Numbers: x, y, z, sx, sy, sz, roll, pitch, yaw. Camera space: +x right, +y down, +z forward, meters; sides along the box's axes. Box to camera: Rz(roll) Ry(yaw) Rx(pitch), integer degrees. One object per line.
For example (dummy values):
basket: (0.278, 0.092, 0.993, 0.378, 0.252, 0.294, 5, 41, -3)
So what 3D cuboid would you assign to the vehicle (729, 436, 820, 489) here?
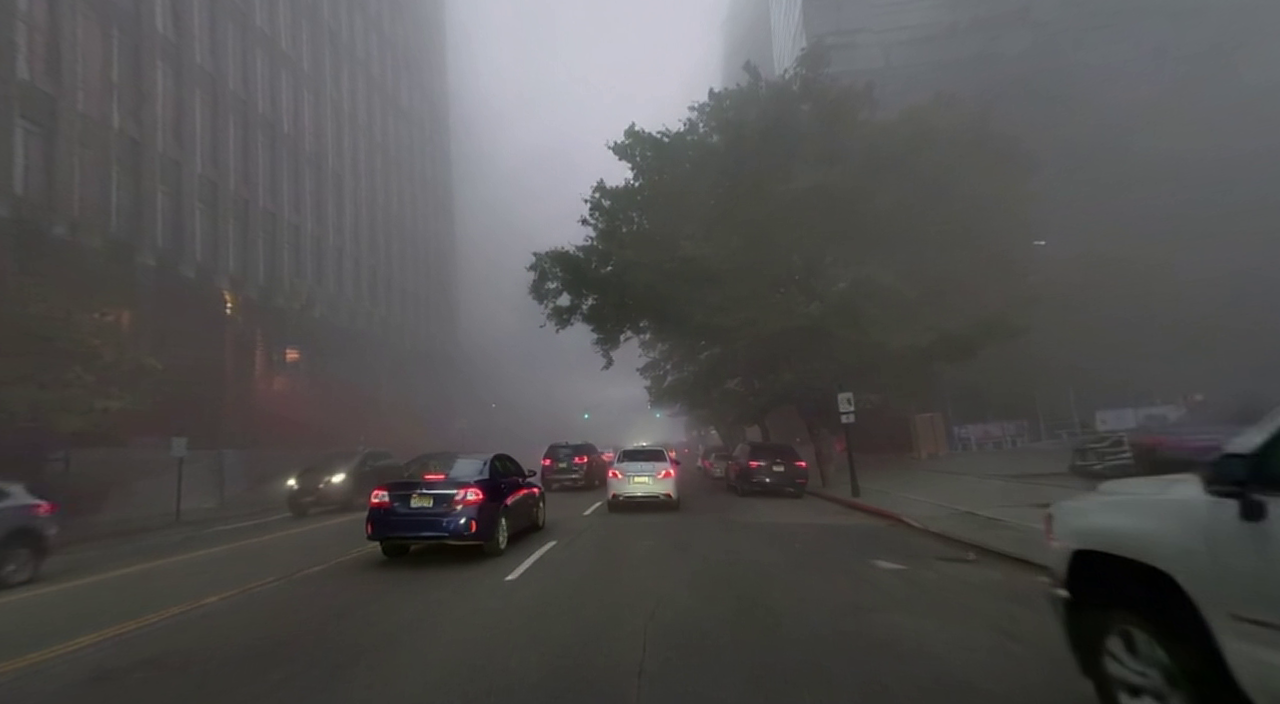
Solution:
vehicle: (4.101, 3.408, 19.965, 2.065, 1.461, 4.181, 0, -8, 1)

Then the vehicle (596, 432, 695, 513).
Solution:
vehicle: (0.207, 2.820, 15.259, 2.076, 1.667, 3.948, 0, -8, 2)

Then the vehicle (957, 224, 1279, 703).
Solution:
vehicle: (2.994, 0.516, 1.114, 2.352, 1.953, 4.798, 0, -8, 0)

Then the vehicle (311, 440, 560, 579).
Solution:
vehicle: (-2.501, 2.031, 9.068, 1.940, 1.481, 4.376, -1, -8, 3)

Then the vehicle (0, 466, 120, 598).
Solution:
vehicle: (-8.729, 2.109, 6.973, 1.920, 1.492, 4.624, 1, -8, 2)
